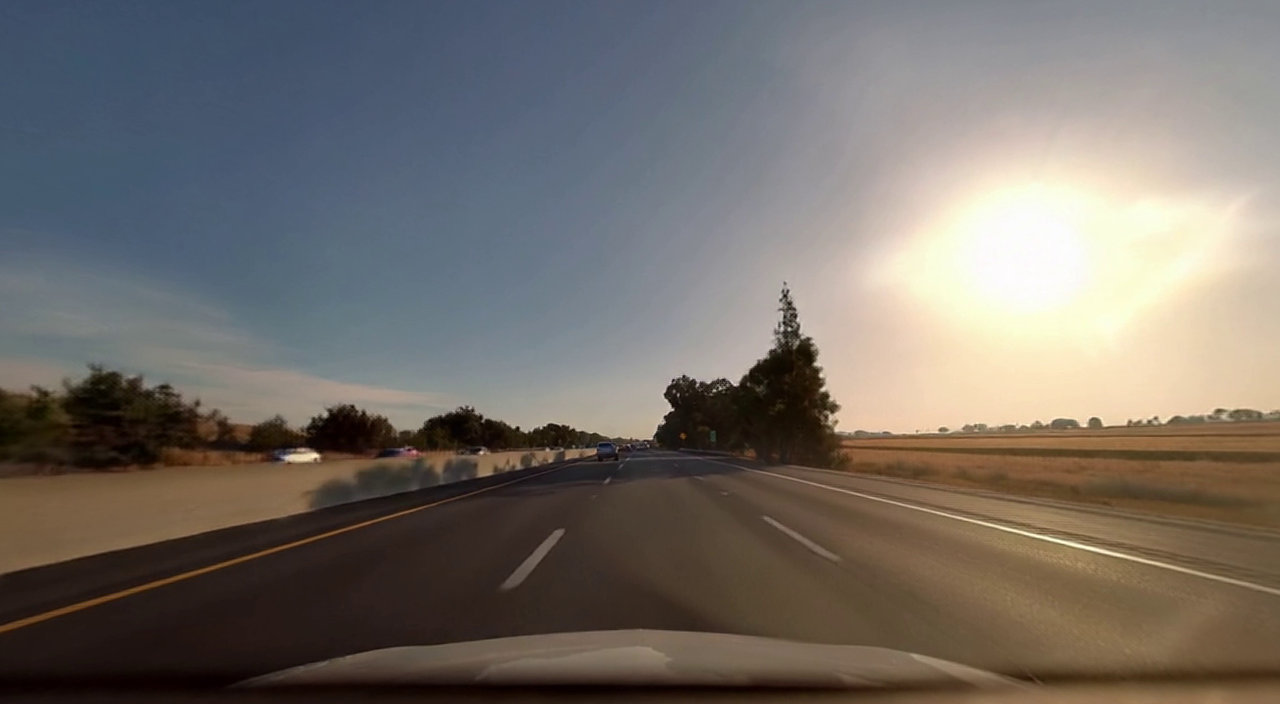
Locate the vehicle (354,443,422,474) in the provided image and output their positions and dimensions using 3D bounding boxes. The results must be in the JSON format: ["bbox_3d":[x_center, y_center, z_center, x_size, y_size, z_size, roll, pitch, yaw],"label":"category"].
[{"bbox_3d":[-16.296,6.896,41.066,2.103,1.793,5.213,-3,-8,2],"label":"vehicle"}]
